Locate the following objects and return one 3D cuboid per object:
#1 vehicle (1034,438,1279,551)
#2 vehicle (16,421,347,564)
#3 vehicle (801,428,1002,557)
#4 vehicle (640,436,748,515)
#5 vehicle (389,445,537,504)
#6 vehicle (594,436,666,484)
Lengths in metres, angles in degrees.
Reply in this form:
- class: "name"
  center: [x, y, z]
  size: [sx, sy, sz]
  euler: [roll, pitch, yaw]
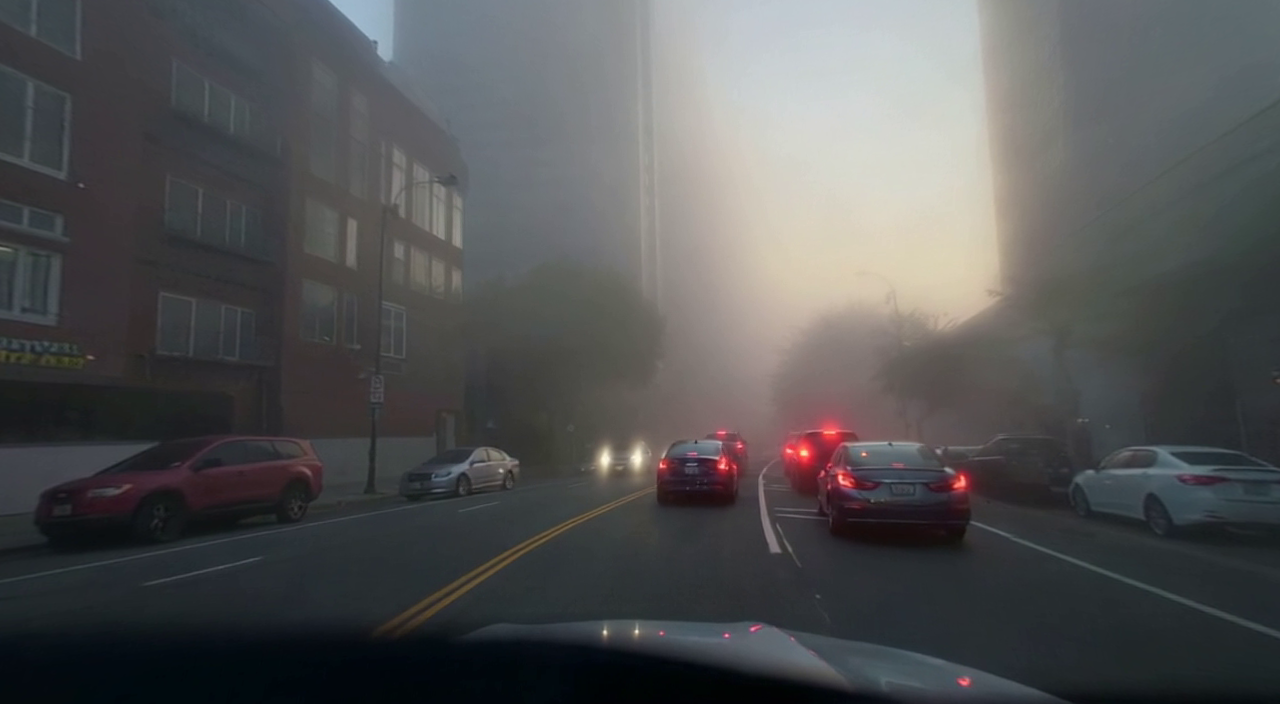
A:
- class: "vehicle"
  center: [8.960, 2.273, 10.921]
  size: [1.901, 1.500, 4.729]
  euler: [-2, -8, 10]
- class: "vehicle"
  center: [-7.553, 2.286, 11.096]
  size: [1.934, 1.770, 4.546]
  euler: [-9, -9, 10]
- class: "vehicle"
  center: [3.667, 1.987, 9.725]
  size: [1.982, 1.510, 4.144]
  euler: [-2, -8, 10]
- class: "vehicle"
  center: [1.322, 2.634, 13.980]
  size: [2.031, 1.461, 3.763]
  euler: [-2, -8, 10]
- class: "vehicle"
  center: [-5.064, 3.538, 18.732]
  size: [1.928, 1.503, 4.322]
  euler: [-4, -9, 22]
- class: "vehicle"
  center: [-0.280, 4.298, 25.526]
  size: [2.030, 1.730, 4.453]
  euler: [-2, -9, 11]
